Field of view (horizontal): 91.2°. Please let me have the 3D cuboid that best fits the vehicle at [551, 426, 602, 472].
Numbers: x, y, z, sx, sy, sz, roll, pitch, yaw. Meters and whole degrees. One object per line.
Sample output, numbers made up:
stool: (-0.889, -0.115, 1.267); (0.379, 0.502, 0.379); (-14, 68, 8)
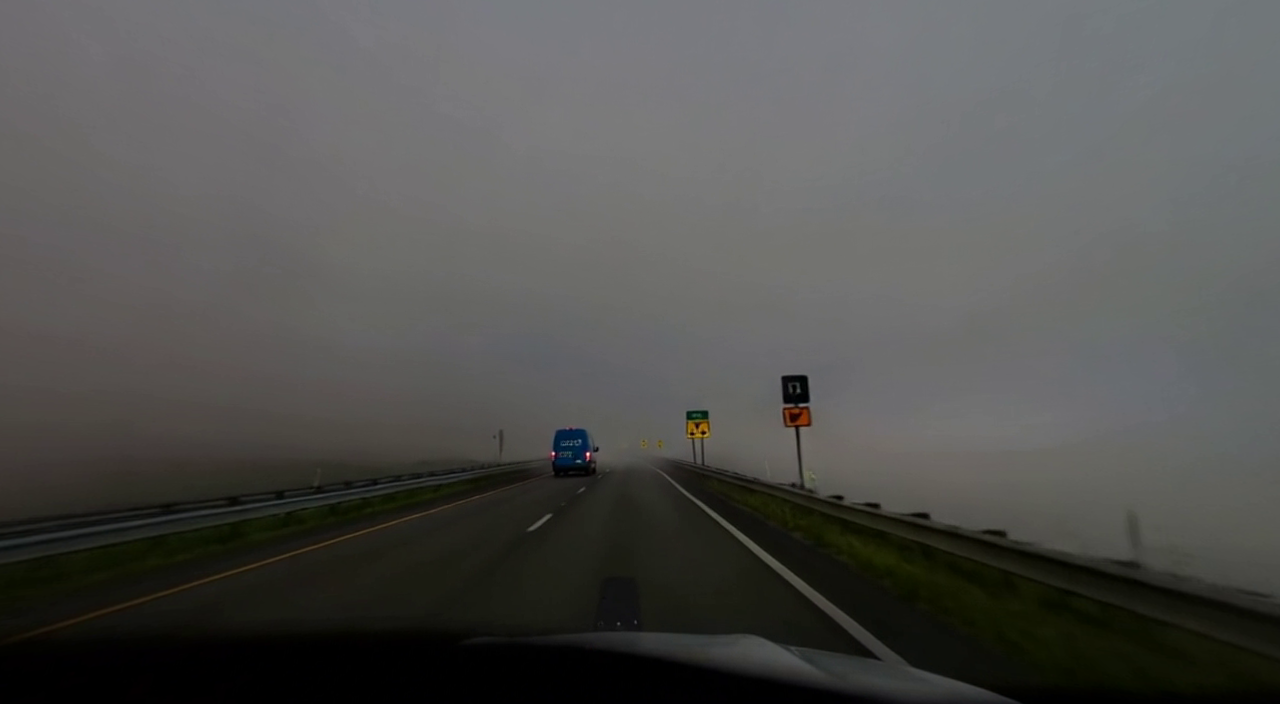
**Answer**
vehicle: (-3.849, 6.090, 39.357); (2.463, 2.640, 7.034); (0, -9, 0)
